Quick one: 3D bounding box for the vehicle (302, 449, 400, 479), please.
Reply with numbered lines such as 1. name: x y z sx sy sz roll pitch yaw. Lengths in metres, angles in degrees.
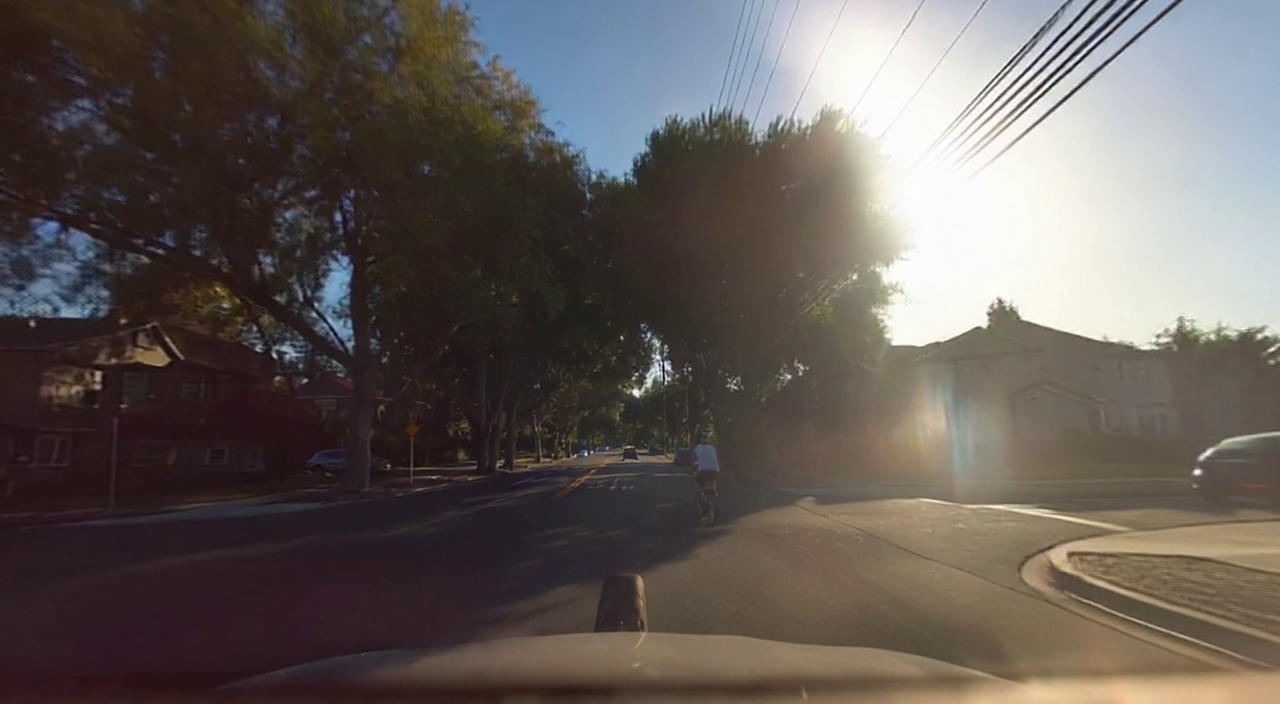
1. vehicle: -14.669 5.695 32.239 4.143 1.480 1.755 0 -9 -2
